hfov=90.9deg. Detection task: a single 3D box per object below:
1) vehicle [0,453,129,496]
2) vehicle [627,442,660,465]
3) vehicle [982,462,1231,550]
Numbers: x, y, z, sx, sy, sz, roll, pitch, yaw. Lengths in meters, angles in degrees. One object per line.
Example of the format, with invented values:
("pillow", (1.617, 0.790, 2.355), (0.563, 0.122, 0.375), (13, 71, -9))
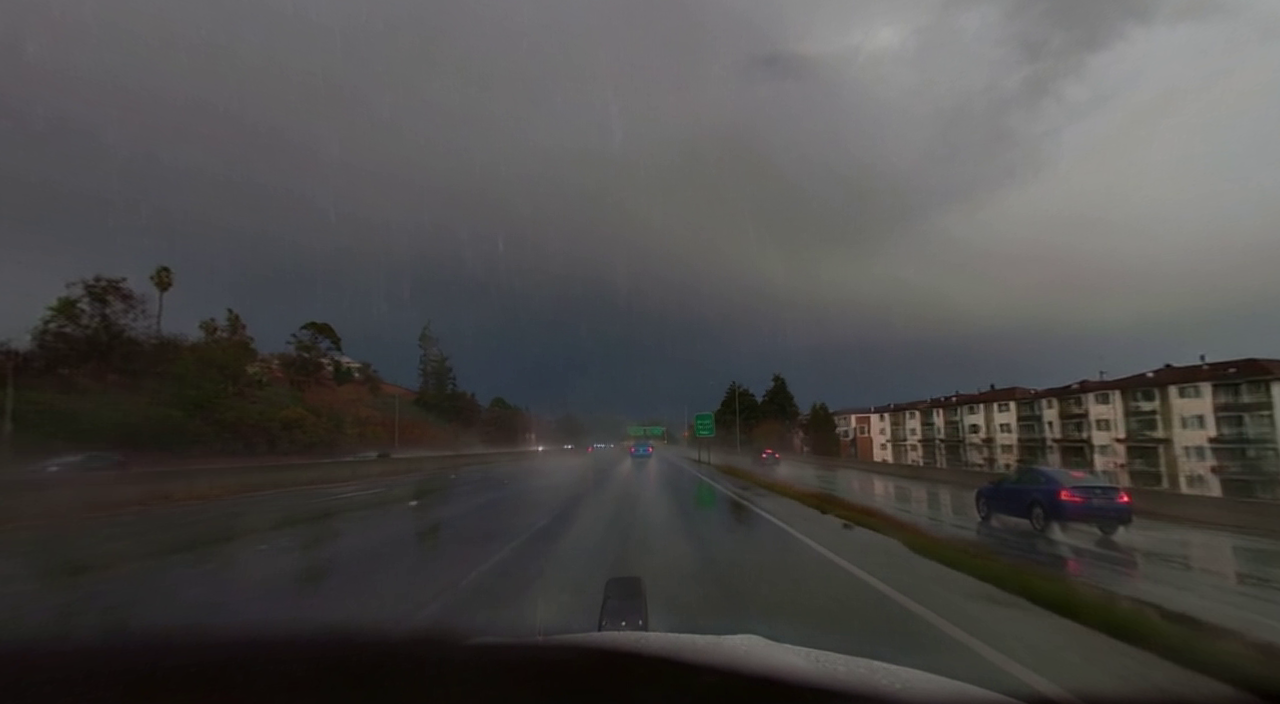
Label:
("vehicle", (-26.402, 5.521, 28.791), (1.994, 1.635, 4.924), (-1, -8, 0))
("vehicle", (0.236, 6.680, 41.730), (2.051, 1.443, 3.770), (-1, -8, 0))
("vehicle", (13.458, 4.413, 18.939), (2.599, 1.962, 5.759), (1, -8, -8))
